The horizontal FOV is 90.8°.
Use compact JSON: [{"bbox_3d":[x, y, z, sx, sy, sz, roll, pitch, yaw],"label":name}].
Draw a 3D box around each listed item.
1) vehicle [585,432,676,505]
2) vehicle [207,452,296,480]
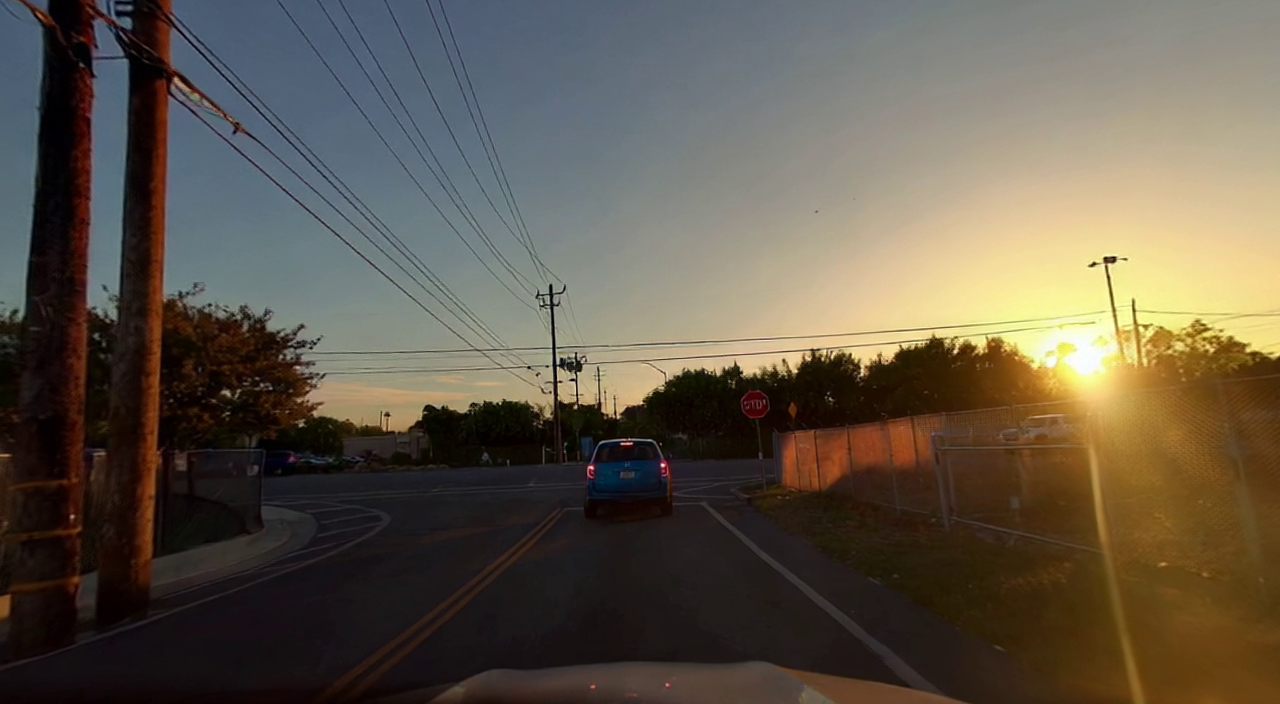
[{"bbox_3d":[-0.301,3.054,16.992,2.137,1.698,4.166,0,-8,-2],"label":"vehicle"},{"bbox_3d":[-25.270,7.411,41.187,4.415,1.753,2.029,-1,-8,4],"label":"vehicle"}]
